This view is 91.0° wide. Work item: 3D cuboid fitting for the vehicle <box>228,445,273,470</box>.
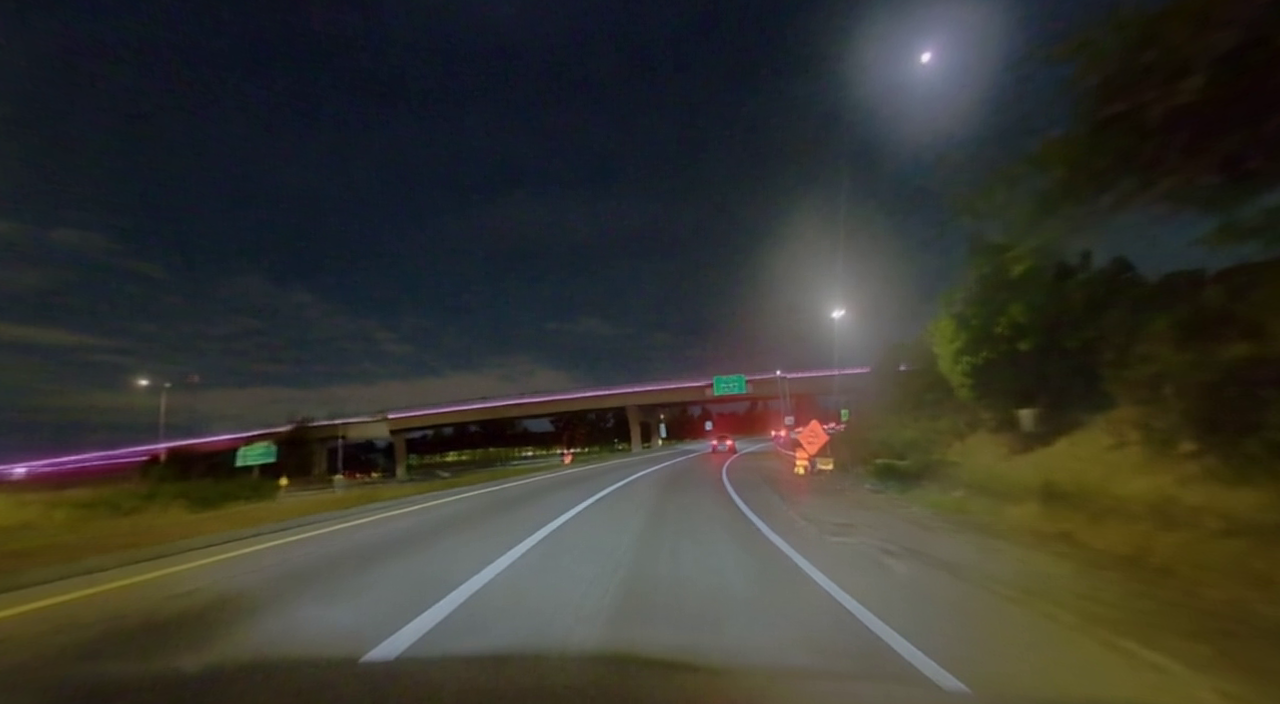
[{"bbox_3d":[-29.798,8.025,48.225,1.878,1.761,4.049,2,-8,-17],"label":"vehicle"}]
